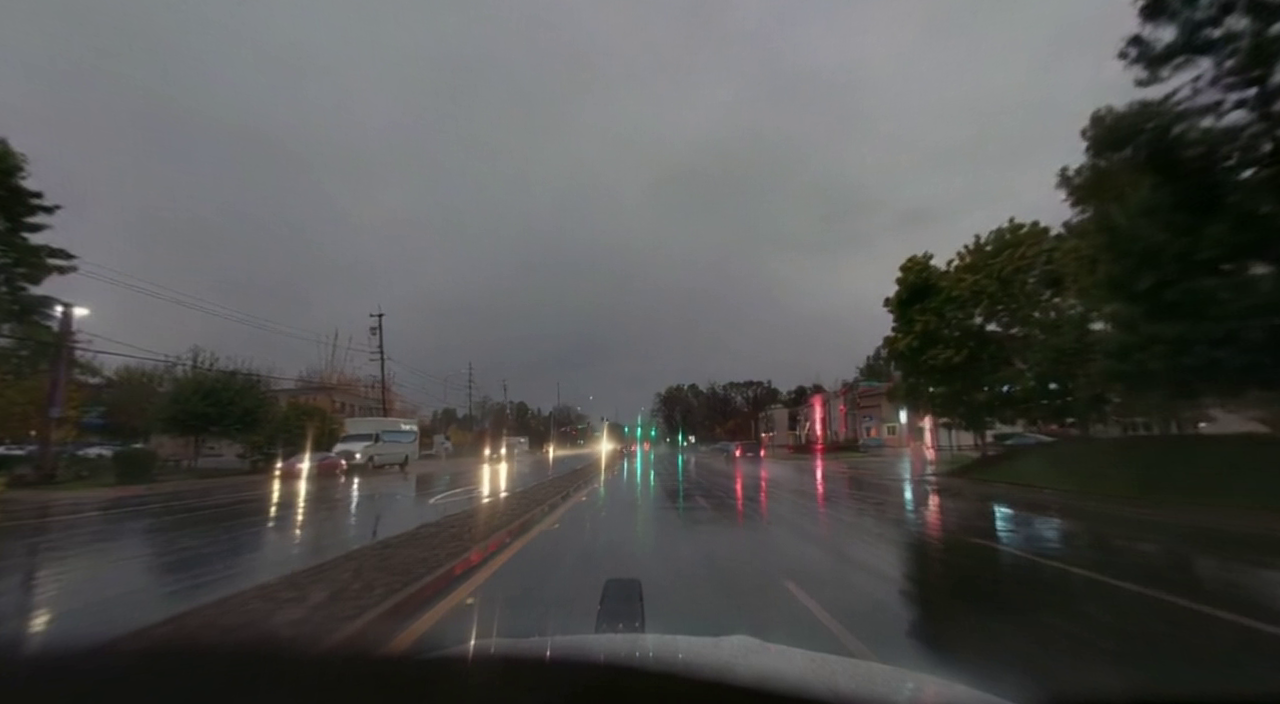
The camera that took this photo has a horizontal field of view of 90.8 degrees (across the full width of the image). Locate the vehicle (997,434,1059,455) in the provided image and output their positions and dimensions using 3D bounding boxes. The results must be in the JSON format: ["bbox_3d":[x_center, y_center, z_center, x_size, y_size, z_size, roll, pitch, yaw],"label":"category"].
[{"bbox_3d":[29.843,7.172,48.734,1.796,1.485,4.667,0,-9,0],"label":"vehicle"}]

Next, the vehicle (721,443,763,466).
[{"bbox_3d":[6.627,6.721,41.436,1.916,1.437,4.327,0,-9,-2],"label":"vehicle"}]

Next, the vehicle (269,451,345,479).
[{"bbox_3d":[-18.969,6.430,36.246,1.950,1.464,4.414,0,-9,0],"label":"vehicle"}]

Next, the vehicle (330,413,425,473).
[{"bbox_3d":[-18.738,6.620,45.835,2.982,3.900,8.593,0,-9,1],"label":"vehicle"}]
